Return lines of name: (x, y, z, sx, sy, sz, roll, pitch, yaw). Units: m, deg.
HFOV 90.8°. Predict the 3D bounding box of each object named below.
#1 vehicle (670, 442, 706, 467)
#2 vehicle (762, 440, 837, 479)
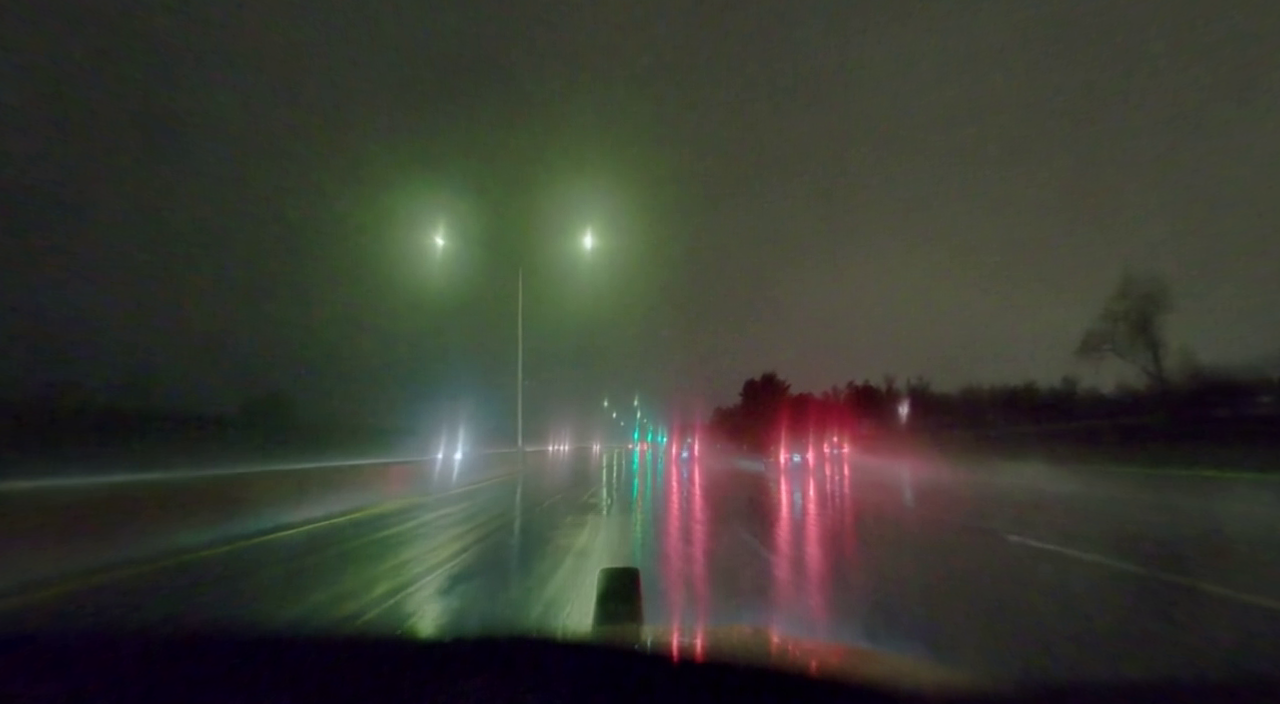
vehicle: (3.226, 6.998, 43.249, 2.056, 1.553, 4.320, 0, -9, -1)
vehicle: (6.601, 4.491, 26.639, 2.038, 1.528, 3.910, 0, -9, -2)
